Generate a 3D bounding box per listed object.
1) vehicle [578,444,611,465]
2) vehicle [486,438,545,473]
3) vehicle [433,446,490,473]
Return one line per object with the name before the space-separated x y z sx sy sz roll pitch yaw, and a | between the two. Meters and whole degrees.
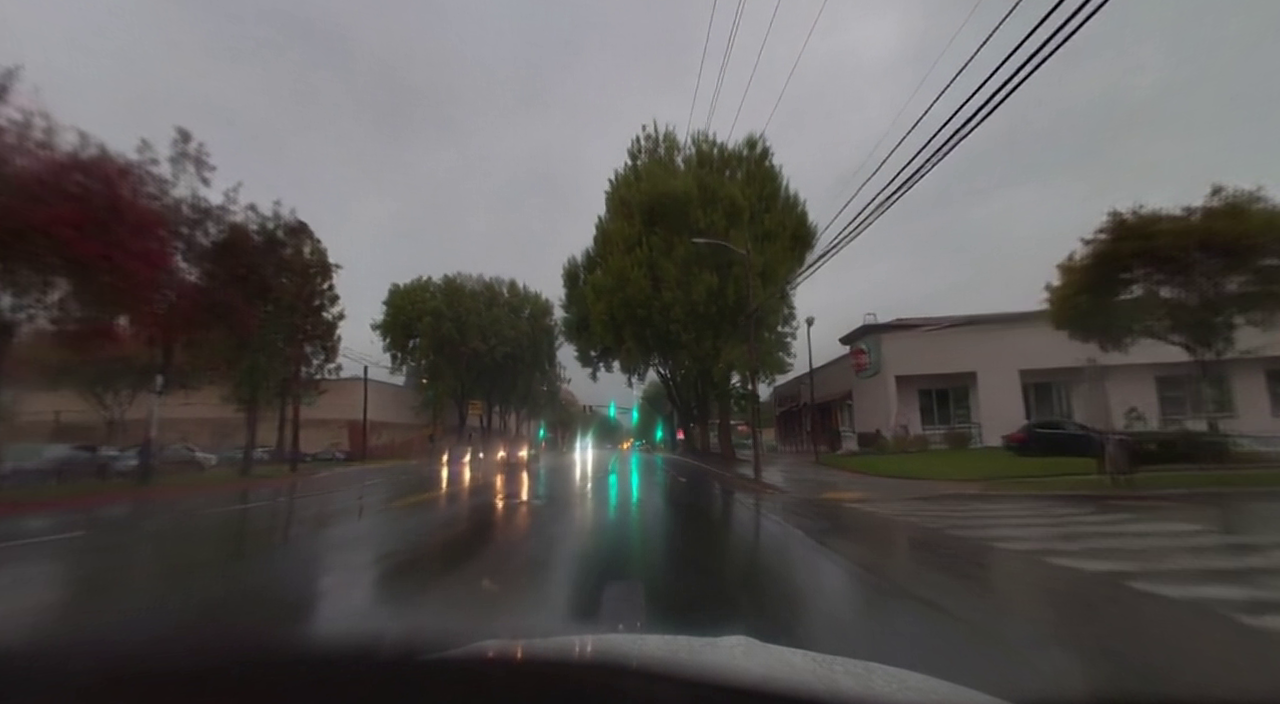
vehicle | -3.334 7.636 47.234 2.122 1.469 4.388 0 -8 1
vehicle | -6.883 5.784 35.530 2.322 1.819 4.651 0 -8 0
vehicle | -10.336 6.237 36.955 2.012 1.429 4.462 0 -8 0
